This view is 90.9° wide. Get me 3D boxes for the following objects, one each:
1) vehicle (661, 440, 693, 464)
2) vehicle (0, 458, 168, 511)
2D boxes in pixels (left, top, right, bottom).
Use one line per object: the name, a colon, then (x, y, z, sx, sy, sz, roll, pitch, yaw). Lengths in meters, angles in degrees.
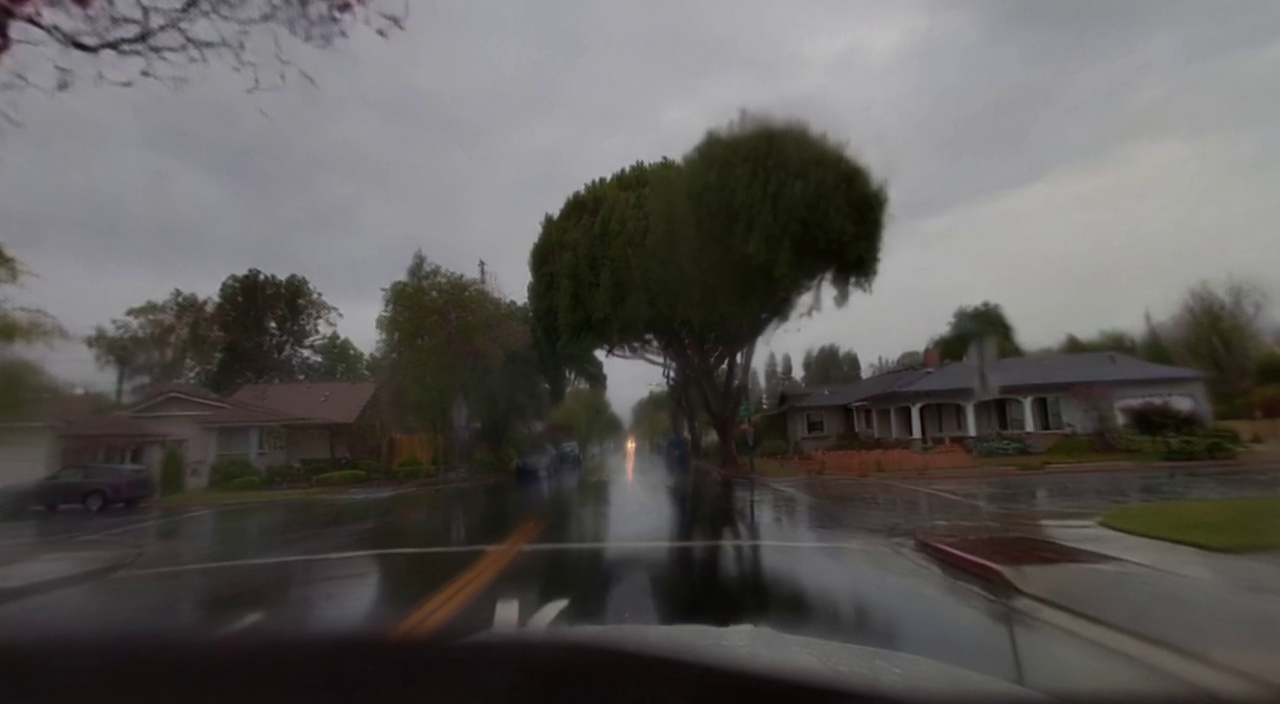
vehicle: (2.782, 7.631, 48.262, 2.220, 1.753, 3.862, 0, -8, -1)
vehicle: (-18.901, 4.427, 21.234, 4.334, 1.632, 1.996, 0, -8, -1)
